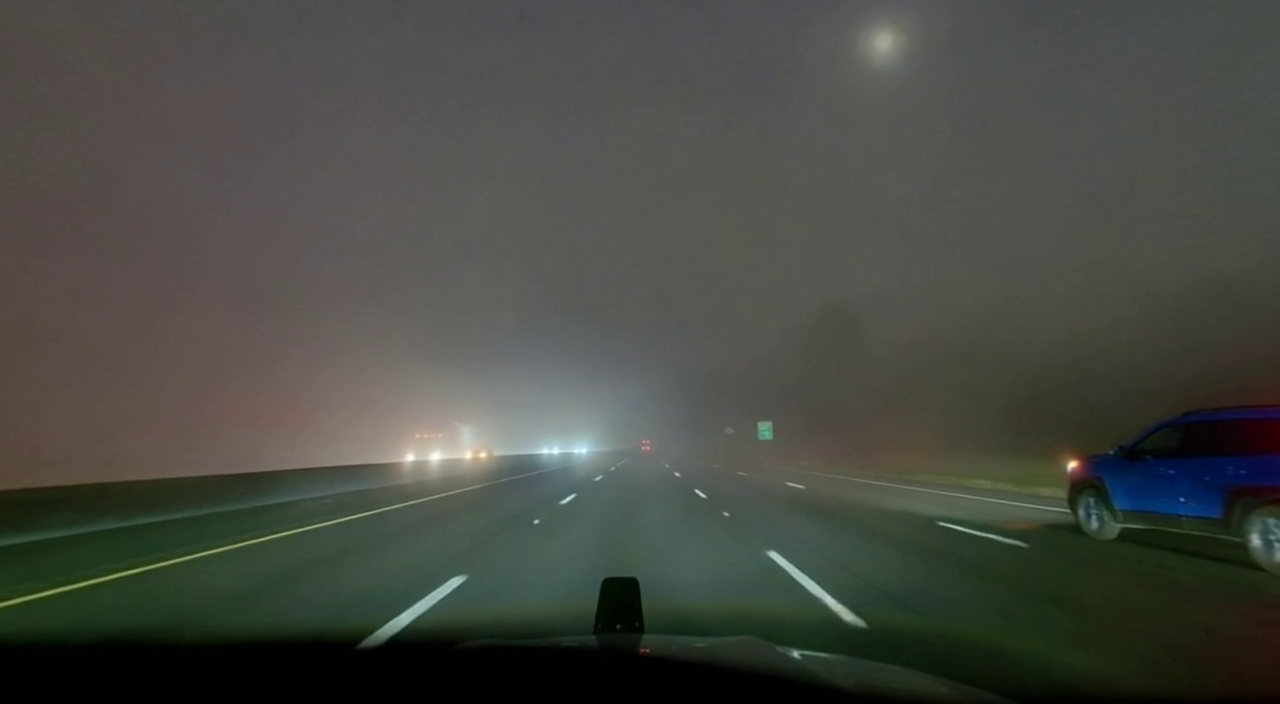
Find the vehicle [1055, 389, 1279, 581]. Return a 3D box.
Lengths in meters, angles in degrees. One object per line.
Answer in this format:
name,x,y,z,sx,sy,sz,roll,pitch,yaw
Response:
vehicle,7.323,1.391,6.764,2.186,1.848,5.136,0,-9,0

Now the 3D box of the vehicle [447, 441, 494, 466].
vehicle,-12.771,7.696,47.808,2.080,1.752,4.892,0,-9,2
